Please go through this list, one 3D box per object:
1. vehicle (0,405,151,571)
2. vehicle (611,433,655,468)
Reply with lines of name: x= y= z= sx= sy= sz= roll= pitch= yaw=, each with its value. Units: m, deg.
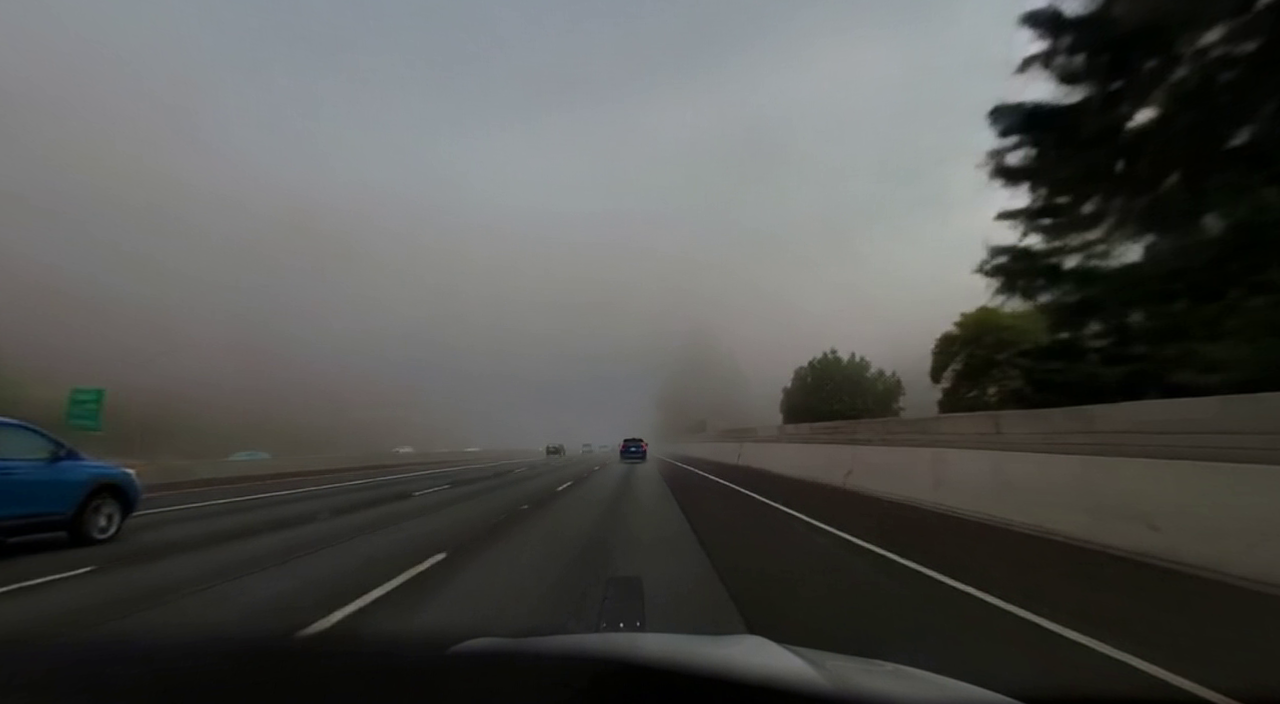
vehicle: x=-7.741 y=1.373 z=6.248 sx=2.166 sy=1.705 sz=4.433 roll=0 pitch=-9 yaw=0
vehicle: x=-0.325 y=5.182 z=33.087 sx=2.141 sy=1.706 sz=4.065 roll=0 pitch=-9 yaw=1
